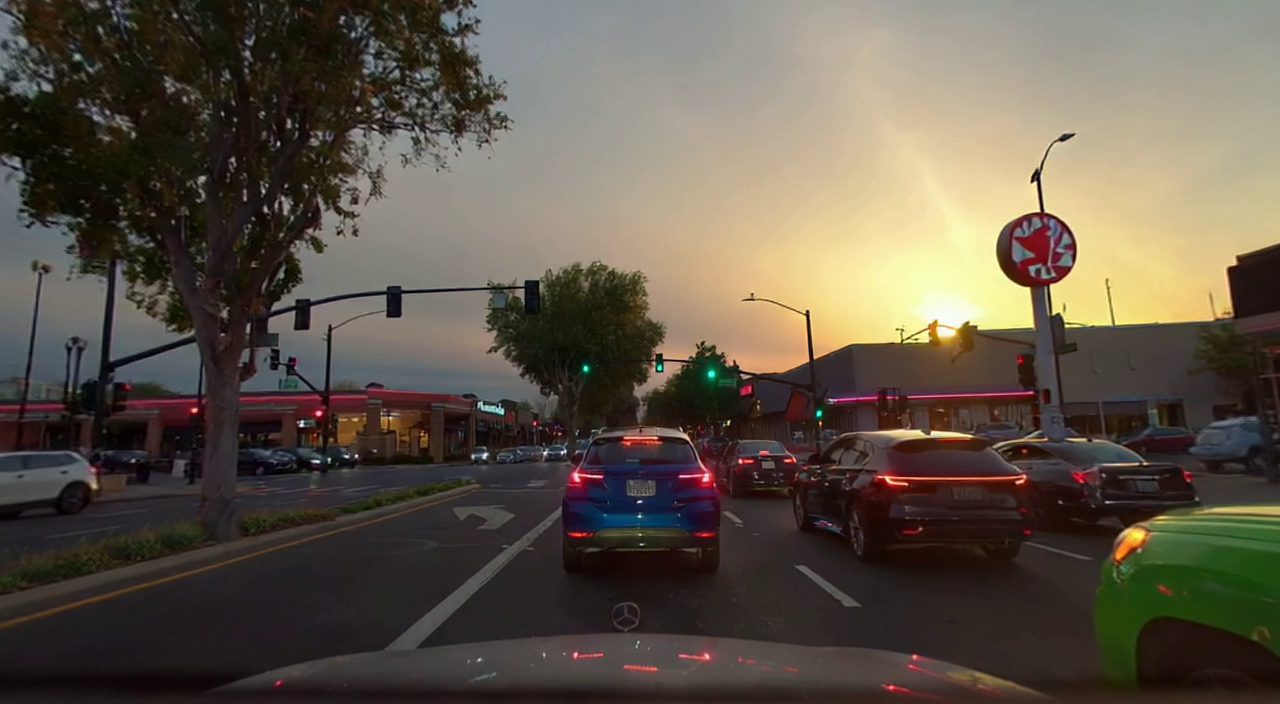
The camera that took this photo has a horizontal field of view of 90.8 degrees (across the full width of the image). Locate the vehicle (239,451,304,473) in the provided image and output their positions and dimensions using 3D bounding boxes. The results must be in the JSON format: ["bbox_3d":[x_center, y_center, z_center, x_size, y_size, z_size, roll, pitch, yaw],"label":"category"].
[{"bbox_3d":[-28.588,8.537,49.174,4.205,1.541,1.780,4,-10,-28],"label":"vehicle"}]

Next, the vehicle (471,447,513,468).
[{"bbox_3d":[-11.256,8.007,48.240,2.099,1.478,4.411,0,-9,0],"label":"vehicle"}]

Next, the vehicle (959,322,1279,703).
[{"bbox_3d":[2.978,0.693,1.571,2.075,1.661,4.401,0,-9,1],"label":"vehicle"}]

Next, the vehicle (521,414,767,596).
[{"bbox_3d":[0.011,1.632,7.502,2.154,1.577,3.723,0,-9,-1],"label":"vehicle"}]

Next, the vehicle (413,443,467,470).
[{"bbox_3d":[-15.080,7.900,48.037,2.395,1.903,4.860,-1,-9,1],"label":"vehicle"}]

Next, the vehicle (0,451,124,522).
[{"bbox_3d":[-15.784,3.254,15.440,2.269,1.604,4.265,-2,-9,13],"label":"vehicle"}]

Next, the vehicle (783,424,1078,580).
[{"bbox_3d":[3.321,1.782,8.323,1.865,1.496,4.170,0,-9,0],"label":"vehicle"}]
